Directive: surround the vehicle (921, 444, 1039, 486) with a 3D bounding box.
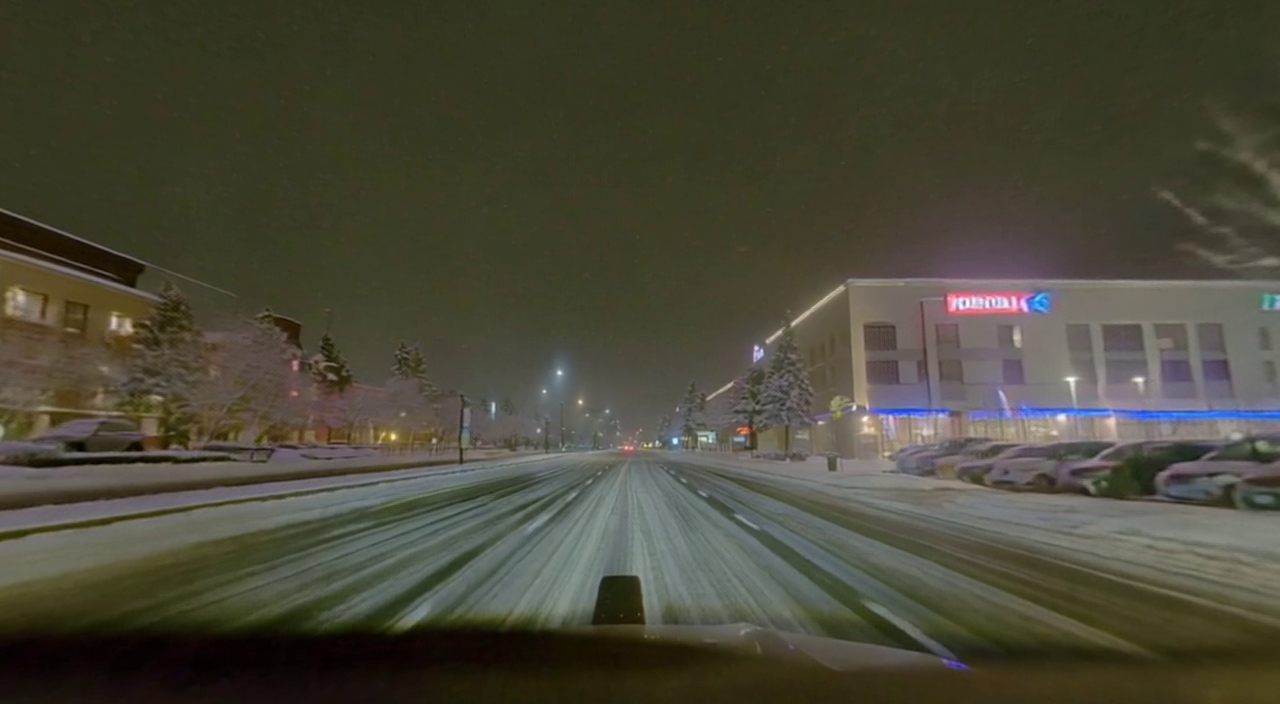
[{"bbox_3d":[12.993,4.313,24.499,1.865,1.434,4.373,1,-8,-4],"label":"vehicle"}]

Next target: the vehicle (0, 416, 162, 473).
[{"bbox_3d":[-31.328,5.200,35.510,6.892,2.879,2.222,-1,-8,-3],"label":"vehicle"}]

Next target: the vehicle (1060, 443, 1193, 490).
[{"bbox_3d":[18.131,4.256,23.819,1.881,1.598,3.866,0,-8,0],"label":"vehicle"}]

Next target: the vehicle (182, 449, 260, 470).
[{"bbox_3d":[-30.397,7.756,45.861,4.311,1.457,1.808,0,-8,-2],"label":"vehicle"}]

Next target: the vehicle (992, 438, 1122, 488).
[{"bbox_3d":[15.739,4.177,24.168,1.893,1.727,4.285,0,-8,-2],"label":"vehicle"}]

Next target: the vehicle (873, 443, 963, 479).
[{"bbox_3d":[12.753,5.034,29.404,1.928,1.465,4.874,-2,-9,-1],"label":"vehicle"}]
